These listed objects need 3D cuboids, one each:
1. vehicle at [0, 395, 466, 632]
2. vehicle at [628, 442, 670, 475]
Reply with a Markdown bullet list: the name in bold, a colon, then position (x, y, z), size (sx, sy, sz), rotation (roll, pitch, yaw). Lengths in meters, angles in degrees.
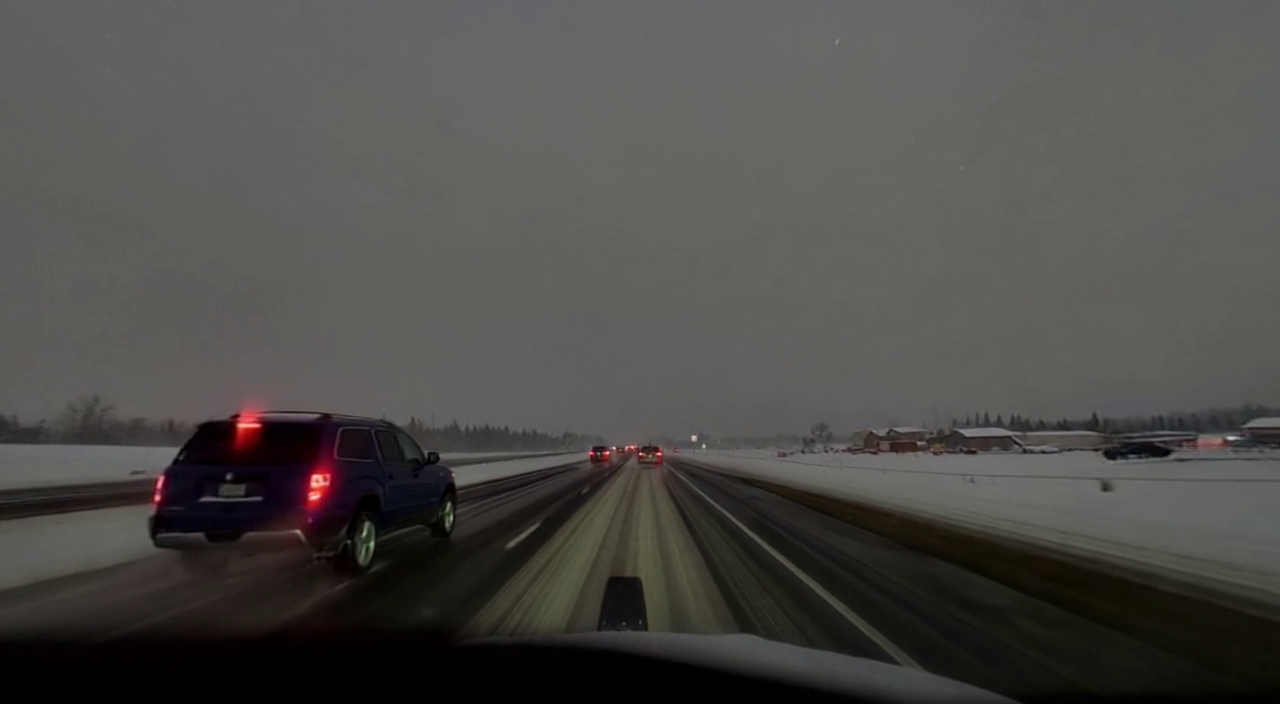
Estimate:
- **vehicle**: position (-3.798, 1.552, 7.121), size (2.239, 1.761, 4.620), rotation (0, -8, 1)
- **vehicle**: position (0.422, 5.296, 31.598), size (2.000, 1.558, 3.945), rotation (0, -8, 0)
